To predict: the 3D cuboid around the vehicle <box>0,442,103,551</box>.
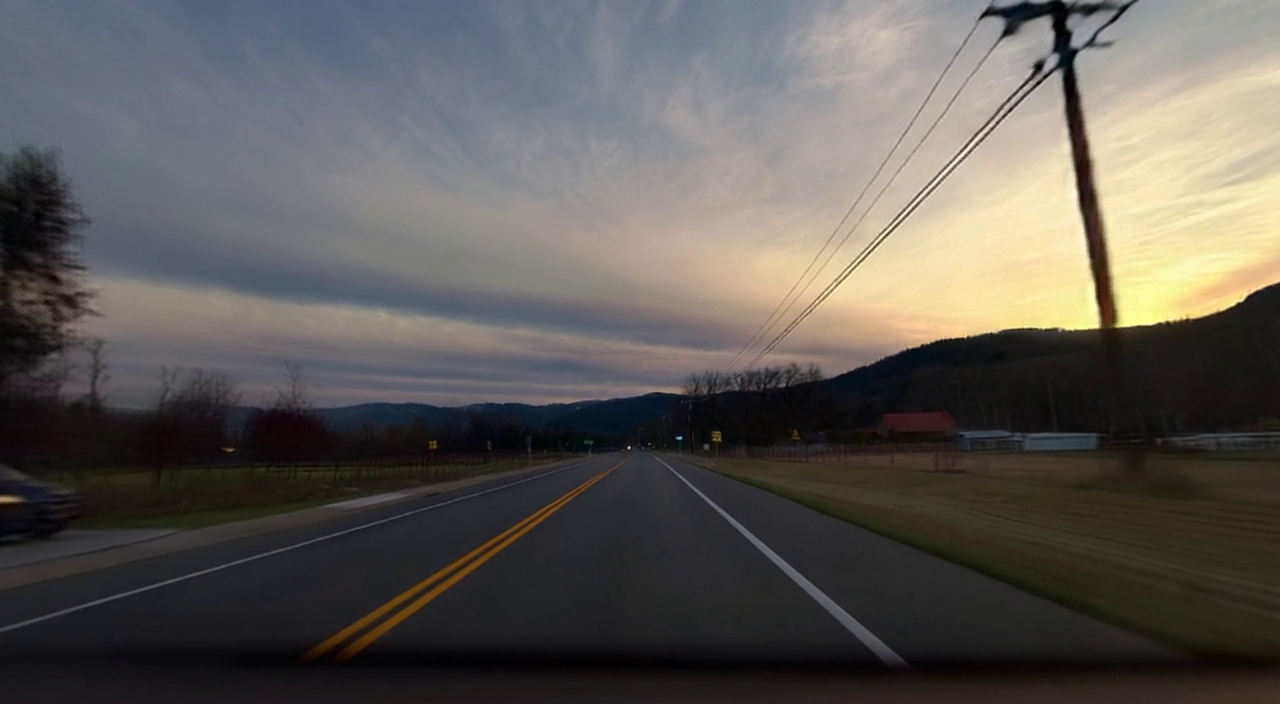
[{"bbox_3d":[-12.894,2.483,11.111,4.813,1.763,2.048,0,-9,-2],"label":"vehicle"}]
